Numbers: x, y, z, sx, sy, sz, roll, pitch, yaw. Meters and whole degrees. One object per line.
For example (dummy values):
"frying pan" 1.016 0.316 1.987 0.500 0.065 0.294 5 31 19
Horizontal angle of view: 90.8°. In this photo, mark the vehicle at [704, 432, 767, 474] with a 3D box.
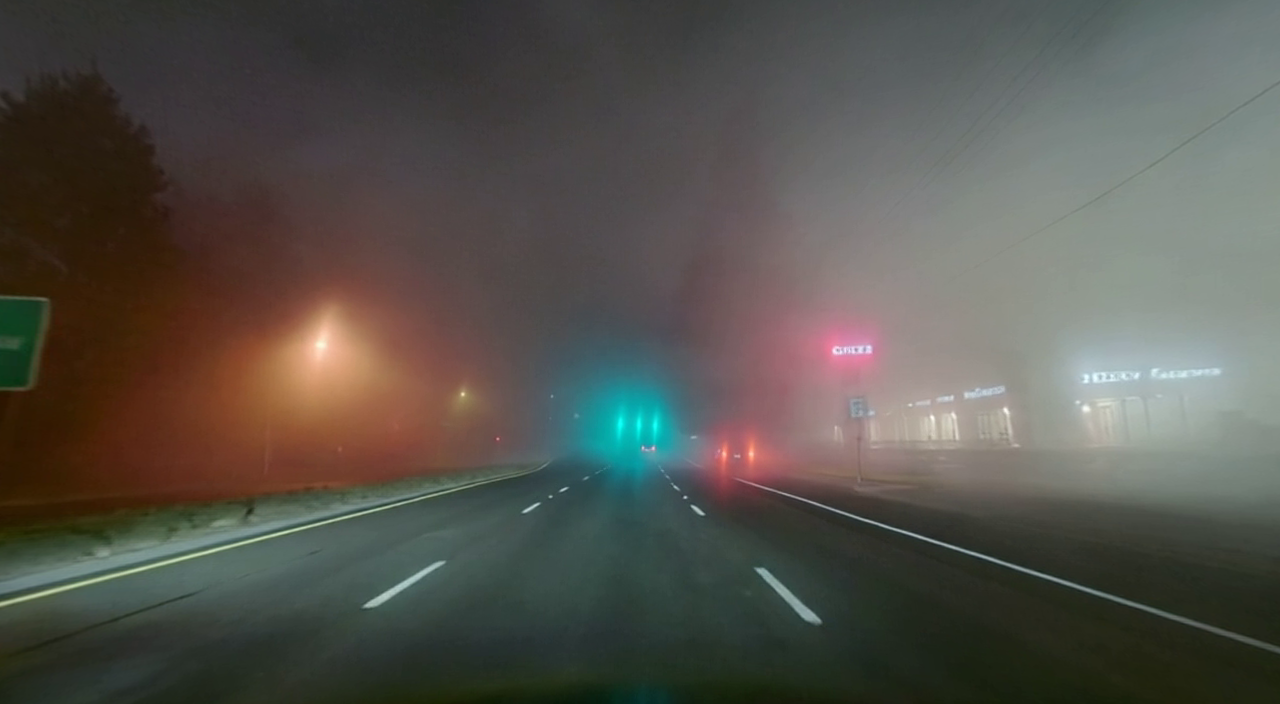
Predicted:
"vehicle" 4.910 5.318 33.446 2.476 2.016 5.586 0 -8 0
